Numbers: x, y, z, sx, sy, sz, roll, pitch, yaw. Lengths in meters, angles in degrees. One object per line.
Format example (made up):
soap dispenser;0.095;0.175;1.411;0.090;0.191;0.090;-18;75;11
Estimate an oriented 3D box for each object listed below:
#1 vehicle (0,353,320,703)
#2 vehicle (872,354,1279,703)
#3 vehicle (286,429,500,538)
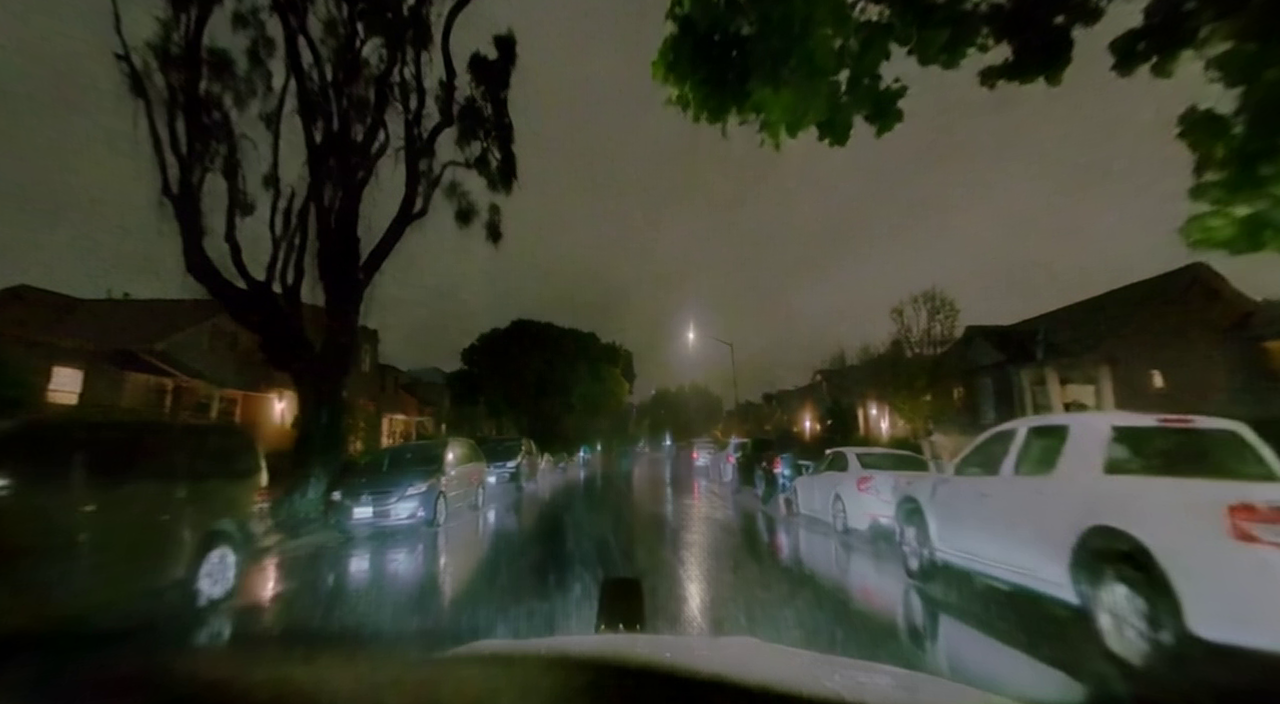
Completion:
vehicle;-5.054;1.247;4.855;2.390;2.123;5.371;0;-9;-1
vehicle;3.704;1.207;4.952;1.994;1.710;4.699;0;-9;0
vehicle;-5.046;2.770;14.124;2.683;1.923;5.421;0;-9;-1
